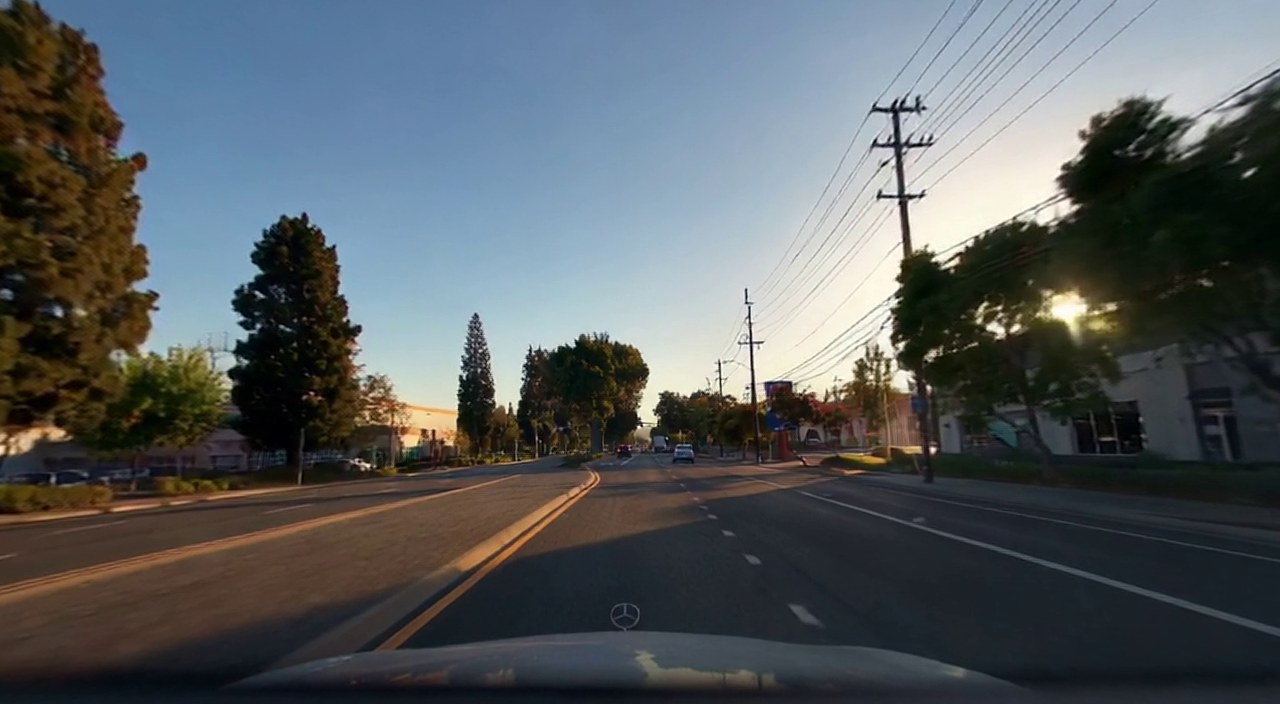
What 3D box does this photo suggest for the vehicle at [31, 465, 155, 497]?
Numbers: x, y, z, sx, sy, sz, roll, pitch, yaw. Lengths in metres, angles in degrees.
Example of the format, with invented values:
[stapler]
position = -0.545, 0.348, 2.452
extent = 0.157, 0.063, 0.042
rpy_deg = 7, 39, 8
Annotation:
[vehicle]
position = -29.652, 6.988, 34.373
extent = 4.662, 1.599, 2.133
rpy_deg = 0, -8, -2
